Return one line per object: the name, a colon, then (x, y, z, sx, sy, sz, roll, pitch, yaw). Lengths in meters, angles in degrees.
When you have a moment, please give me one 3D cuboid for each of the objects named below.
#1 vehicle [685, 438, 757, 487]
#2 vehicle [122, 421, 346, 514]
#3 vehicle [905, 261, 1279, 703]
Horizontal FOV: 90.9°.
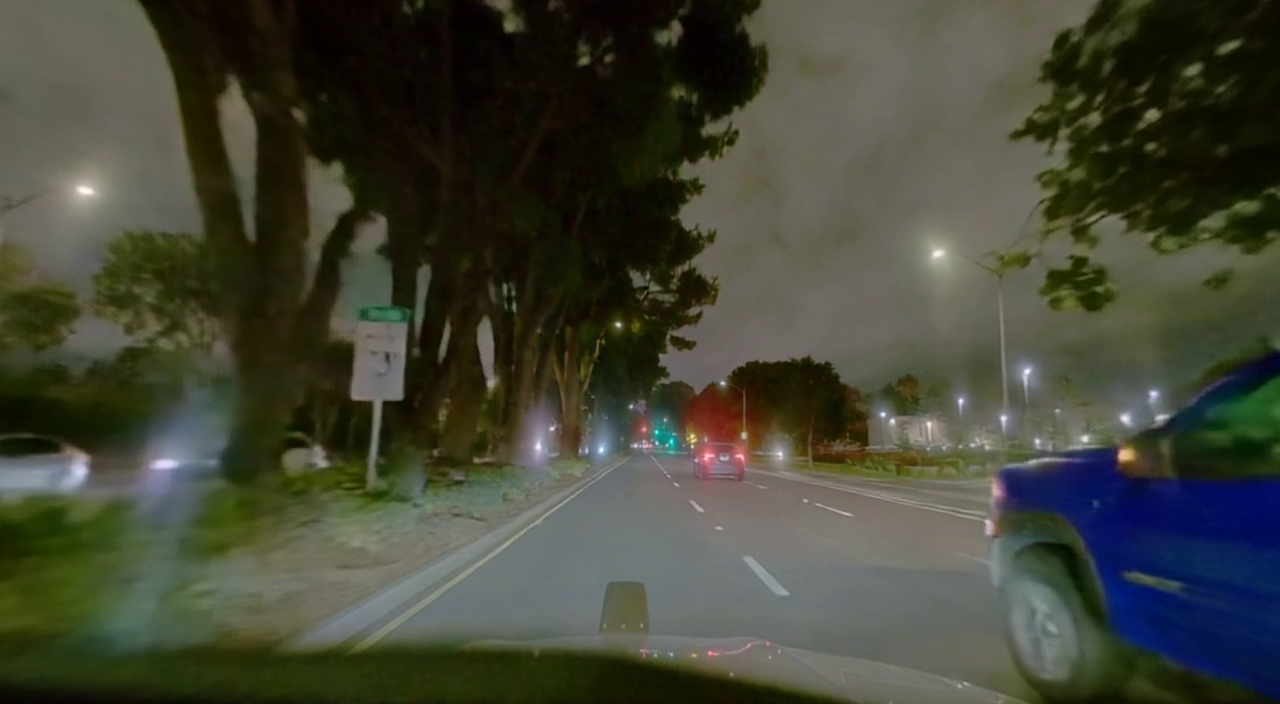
vehicle: (3.012, 4.209, 24.392, 2.108, 1.712, 4.616, 0, -8, -1)
vehicle: (-8.582, 2.480, 13.936, 2.070, 1.703, 4.301, 0, -8, 0)
vehicle: (3.144, 0.660, 1.481, 2.553, 1.942, 5.679, 0, -8, 0)
